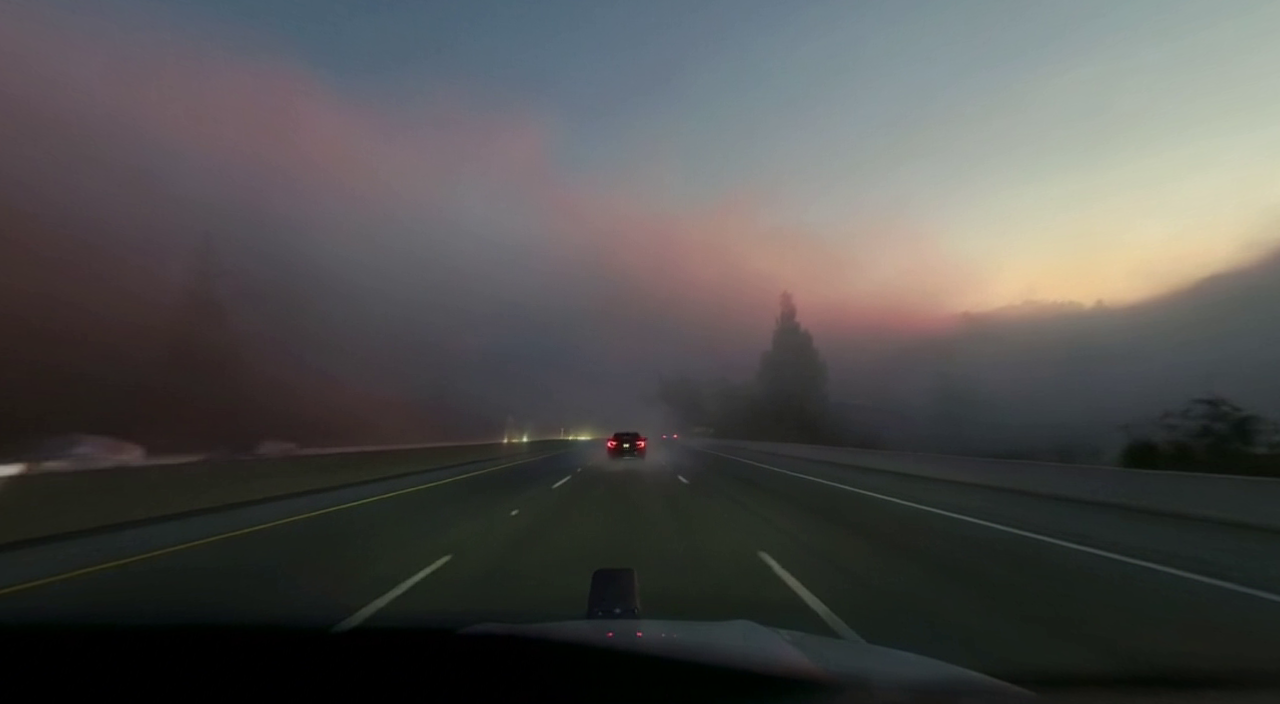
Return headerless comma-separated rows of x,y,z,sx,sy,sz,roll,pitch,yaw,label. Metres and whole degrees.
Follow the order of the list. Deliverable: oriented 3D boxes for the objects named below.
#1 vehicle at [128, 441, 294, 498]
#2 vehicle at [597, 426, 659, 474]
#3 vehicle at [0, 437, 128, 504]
-12.561,3.413,18.875,1.907,1.444,4.397,0,-8,-1,vehicle
-0.426,3.561,23.079,2.094,1.600,3.666,0,-8,-1,vehicle
-16.273,3.044,16.666,2.034,1.584,4.118,0,-8,-1,vehicle
